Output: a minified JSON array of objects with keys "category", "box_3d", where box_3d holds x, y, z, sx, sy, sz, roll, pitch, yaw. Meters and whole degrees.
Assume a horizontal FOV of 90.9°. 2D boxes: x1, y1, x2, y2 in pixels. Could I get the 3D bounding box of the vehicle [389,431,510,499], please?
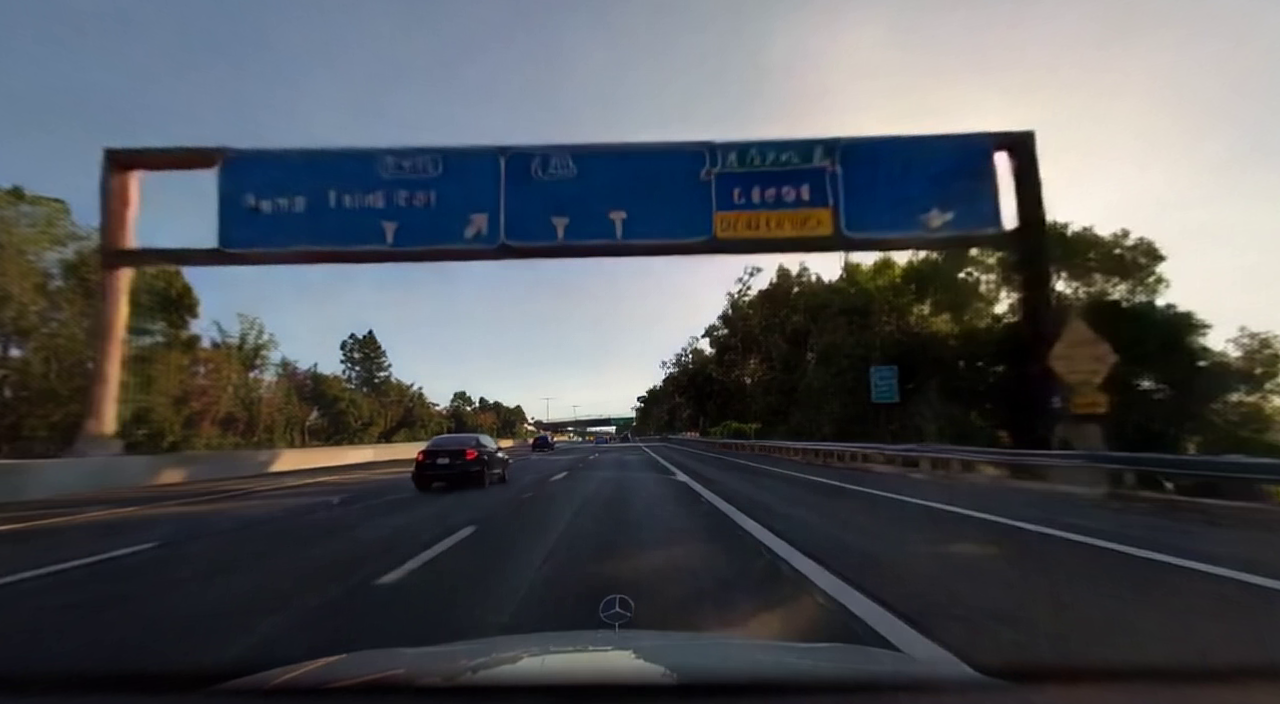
[{"category":"vehicle","box_3d":[-4.619,2.756,15.857,1.912,1.495,3.703,0,-8,-1]}]
